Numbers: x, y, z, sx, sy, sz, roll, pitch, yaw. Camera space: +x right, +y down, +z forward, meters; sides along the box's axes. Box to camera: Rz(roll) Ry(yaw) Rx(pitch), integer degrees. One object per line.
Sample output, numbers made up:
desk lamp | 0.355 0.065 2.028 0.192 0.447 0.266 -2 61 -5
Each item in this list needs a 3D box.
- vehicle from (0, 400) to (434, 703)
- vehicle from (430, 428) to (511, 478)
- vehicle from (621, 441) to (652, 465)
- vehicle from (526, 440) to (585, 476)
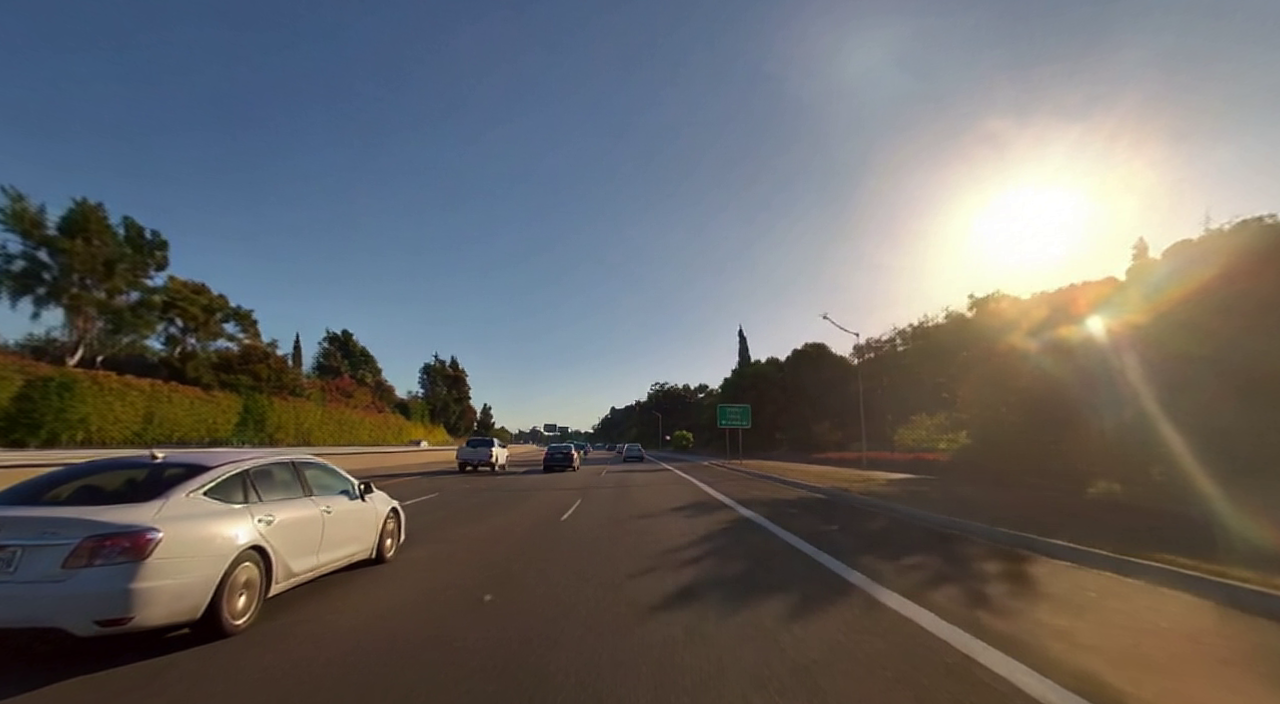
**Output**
vehicle | -3.388 1.300 5.067 2.025 1.506 4.429 0 -8 -1
vehicle | -7.331 4.414 27.925 2.171 1.982 5.246 0 -8 -1
vehicle | -0.308 6.888 43.300 2.018 1.508 4.087 0 -8 -2
vehicle | -3.687 4.720 28.416 2.068 1.501 4.395 0 -8 0
